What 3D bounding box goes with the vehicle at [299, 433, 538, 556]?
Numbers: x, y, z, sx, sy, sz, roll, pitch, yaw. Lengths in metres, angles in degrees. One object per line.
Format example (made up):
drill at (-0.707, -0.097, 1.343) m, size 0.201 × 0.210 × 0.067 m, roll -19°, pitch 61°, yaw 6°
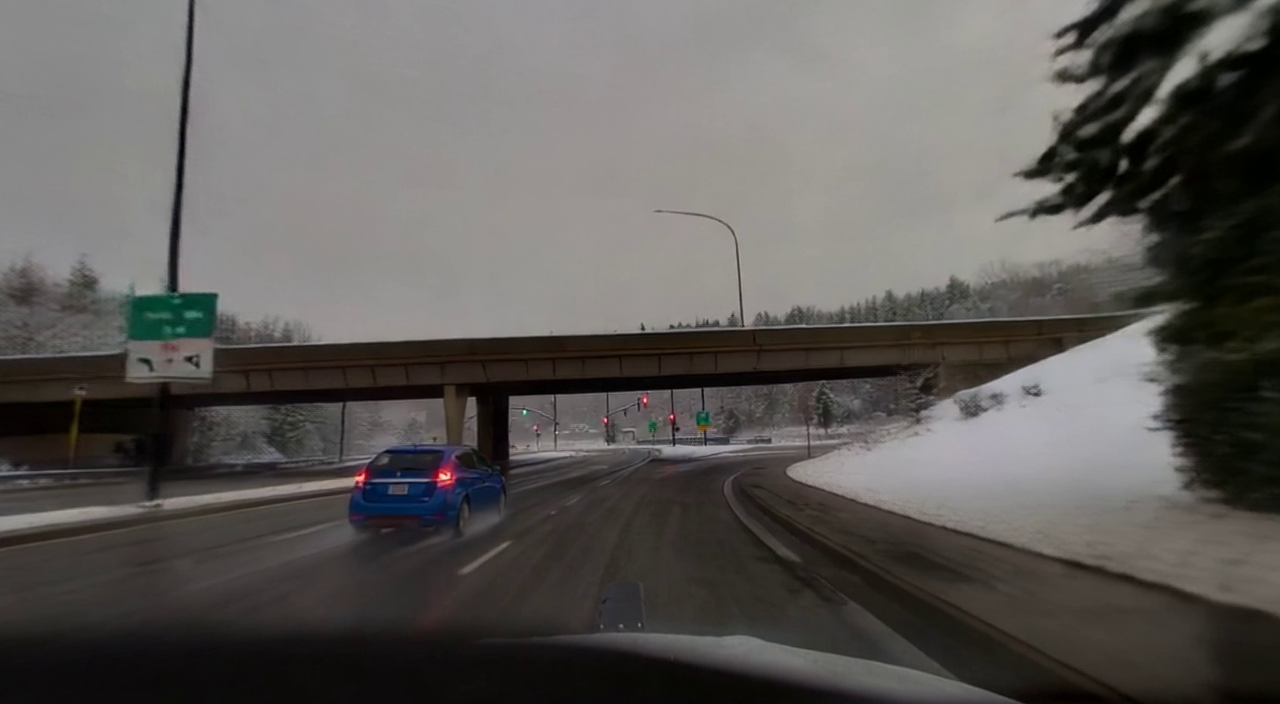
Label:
vehicle at (-3.049, 2.076, 9.940) m, size 1.963 × 1.460 × 4.614 m, roll 0°, pitch -9°, yaw 2°
